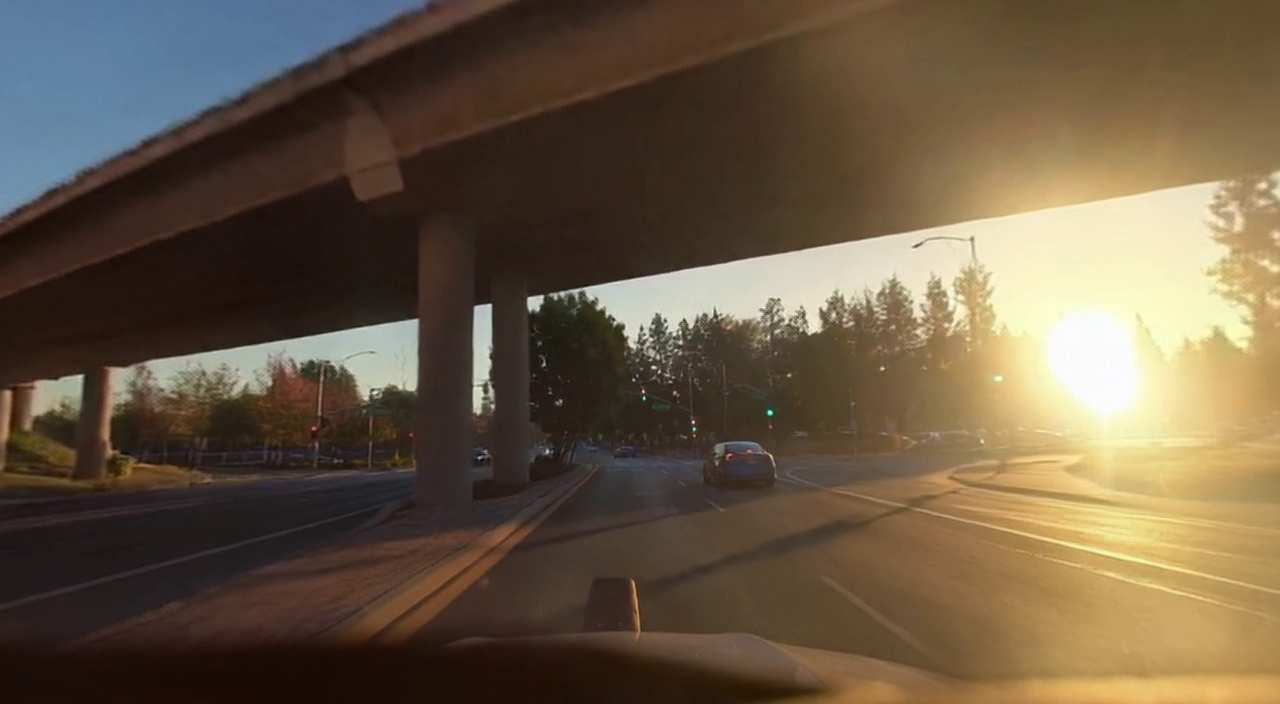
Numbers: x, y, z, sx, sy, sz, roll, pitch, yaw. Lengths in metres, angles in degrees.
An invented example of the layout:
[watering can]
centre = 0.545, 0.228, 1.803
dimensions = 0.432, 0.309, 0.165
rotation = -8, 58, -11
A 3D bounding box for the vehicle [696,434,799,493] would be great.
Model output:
[vehicle]
centre = 2.977, 3.213, 18.535
dimensions = 2.062, 1.484, 4.332
rotation = 0, -8, -2
